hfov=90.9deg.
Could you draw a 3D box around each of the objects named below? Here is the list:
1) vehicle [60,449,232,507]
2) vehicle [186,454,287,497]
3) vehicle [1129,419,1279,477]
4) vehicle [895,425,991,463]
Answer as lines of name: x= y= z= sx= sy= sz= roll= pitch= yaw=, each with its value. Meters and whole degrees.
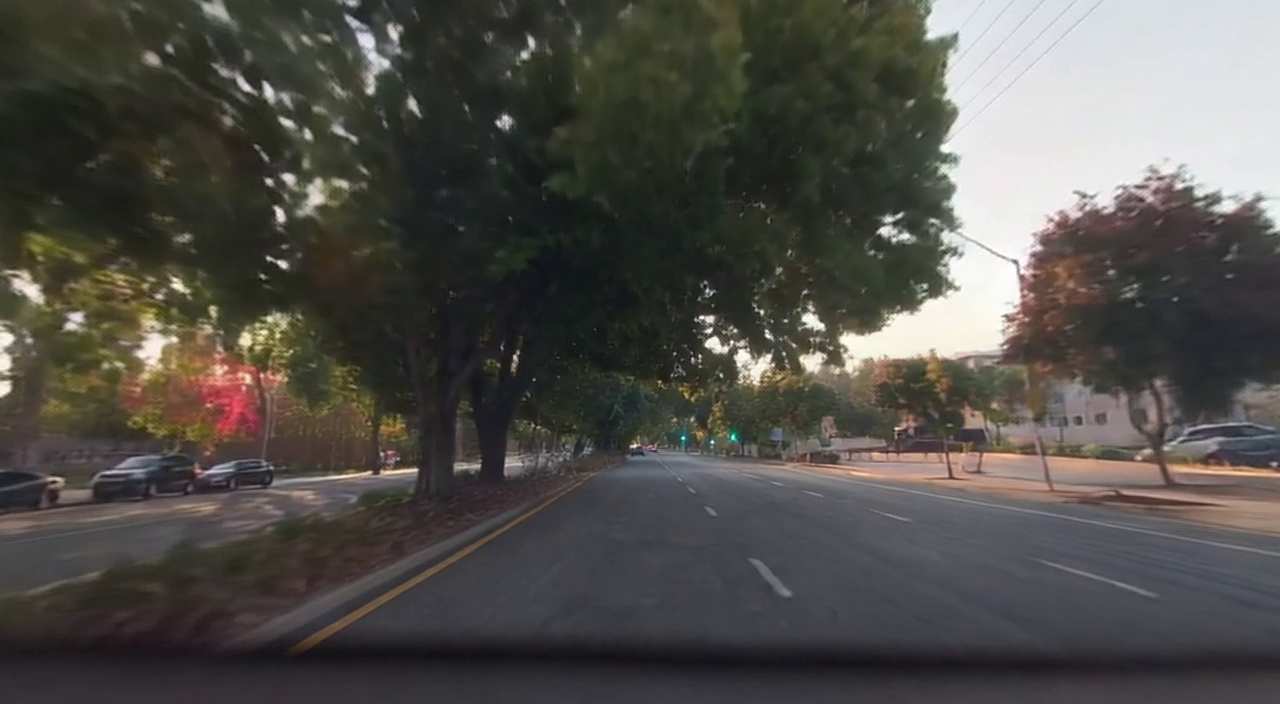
vehicle: x=-17.868 y=4.525 z=23.265 sx=1.941 sy=1.848 sz=5.279 roll=0 pitch=-8 yaw=2
vehicle: x=-18.106 y=5.524 z=28.518 sx=1.808 sy=1.488 sz=4.202 roll=-2 pitch=-6 yaw=0
vehicle: x=22.113 y=3.589 z=23.673 sx=5.532 sy=2.065 sz=2.166 roll=0 pitch=-8 yaw=1
vehicle: x=21.875 y=6.695 z=45.768 sx=5.506 sy=2.643 sz=2.681 roll=0 pitch=-8 yaw=3
